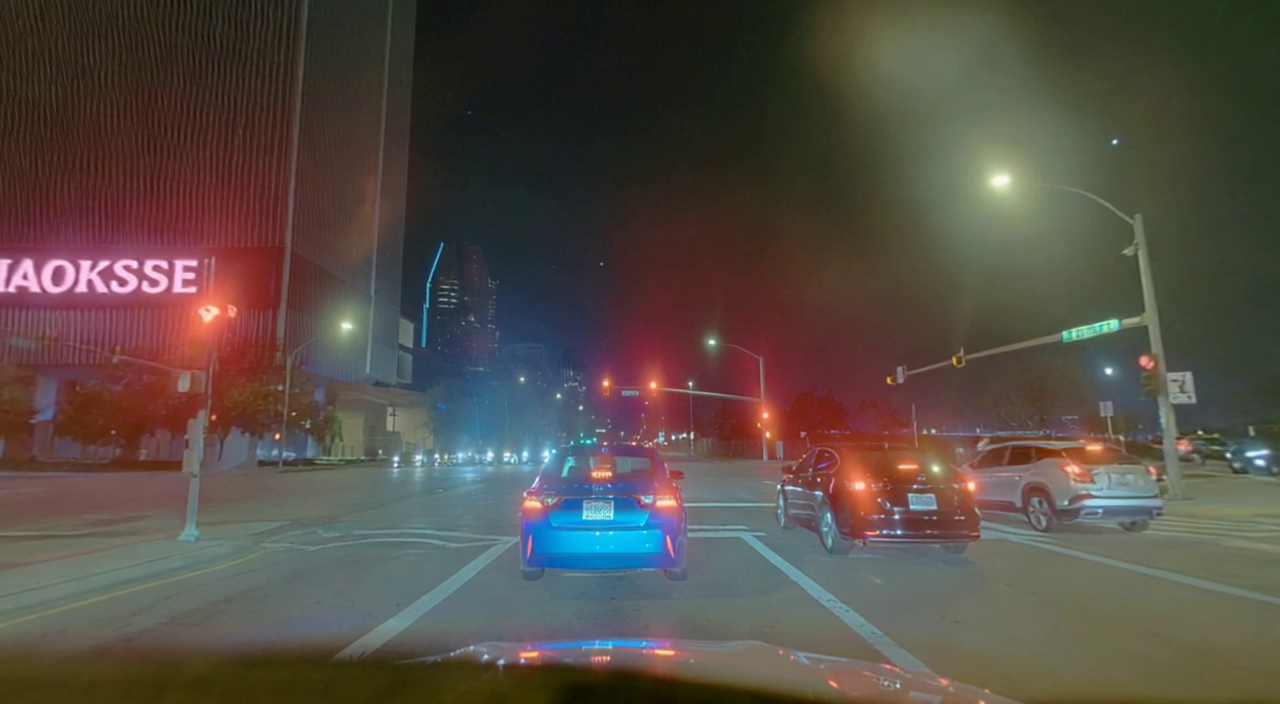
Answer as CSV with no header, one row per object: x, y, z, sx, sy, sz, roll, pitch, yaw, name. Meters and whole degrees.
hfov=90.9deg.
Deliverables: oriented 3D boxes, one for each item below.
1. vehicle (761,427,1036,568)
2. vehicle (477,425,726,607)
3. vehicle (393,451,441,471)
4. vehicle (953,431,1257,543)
3.216,1.888,8.973,2.042,1.508,4.109,0,-8,-2,vehicle
-0.367,1.654,7.292,2.059,1.477,3.988,0,-8,-1,vehicle
-17.123,8.386,48.666,2.048,1.463,4.530,0,-8,-1,vehicle
7.446,2.164,10.788,1.908,1.517,4.182,0,-8,-1,vehicle
